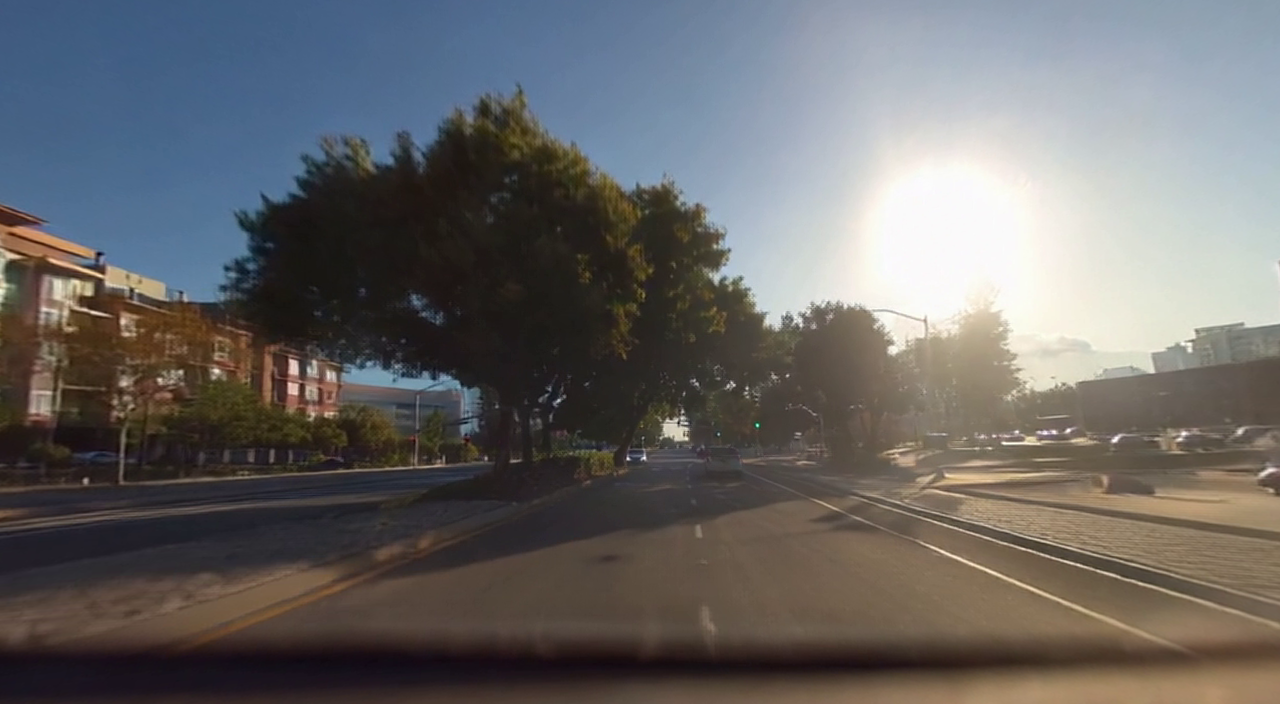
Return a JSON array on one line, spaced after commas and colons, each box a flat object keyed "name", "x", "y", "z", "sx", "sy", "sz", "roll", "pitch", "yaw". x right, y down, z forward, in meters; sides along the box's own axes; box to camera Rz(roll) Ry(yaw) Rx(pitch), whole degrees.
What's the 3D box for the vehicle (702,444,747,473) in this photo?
[{"name": "vehicle", "x": 4.694, "y": 5.989, "z": 35.747, "sx": 2.133, "sy": 1.481, "sz": 4.276, "roll": -1, "pitch": -9, "yaw": 3}]
